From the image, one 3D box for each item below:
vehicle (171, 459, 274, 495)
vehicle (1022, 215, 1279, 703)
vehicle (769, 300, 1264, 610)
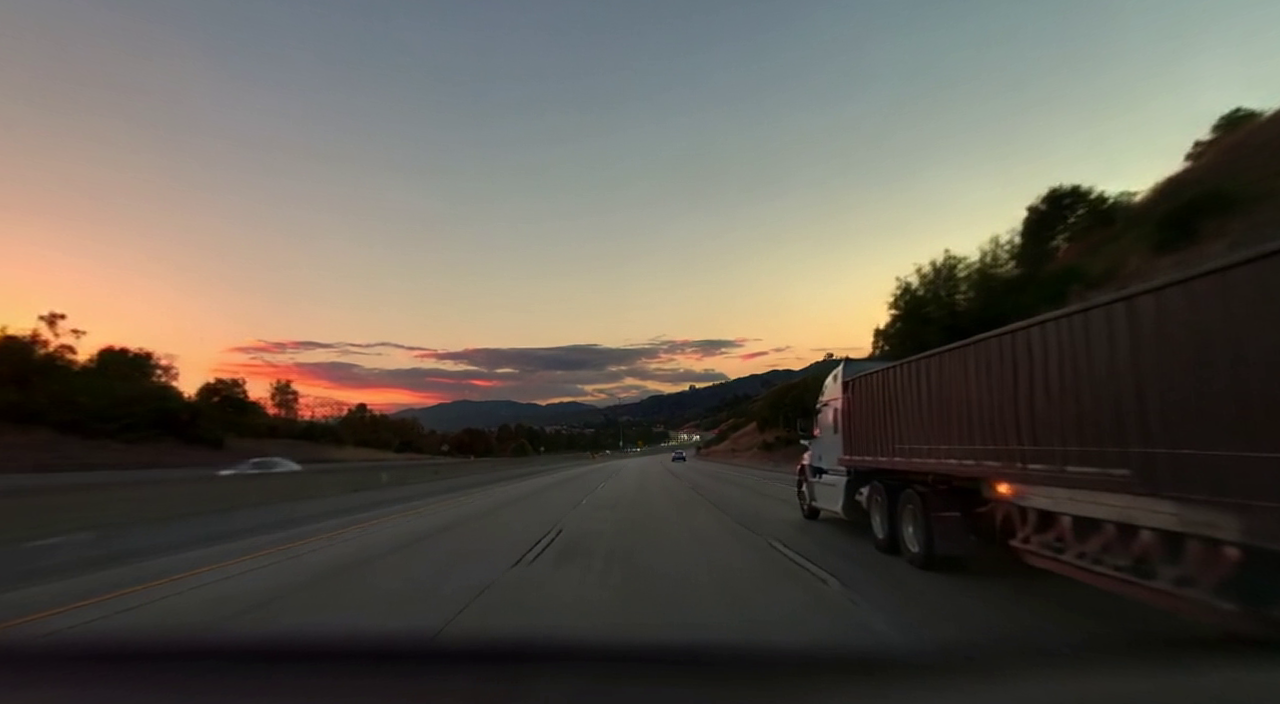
[{"bbox_3d":[-19.626,5.859,29.801,1.872,1.509,4.346,-1,-9,0],"label":"vehicle"},{"bbox_3d":[4.182,0.536,2.736,2.215,2.461,4.234,0,-9,-1],"label":"vehicle"},{"bbox_3d":[4.039,1.431,9.263,2.436,2.701,7.451,0,-9,-2],"label":"vehicle"}]
